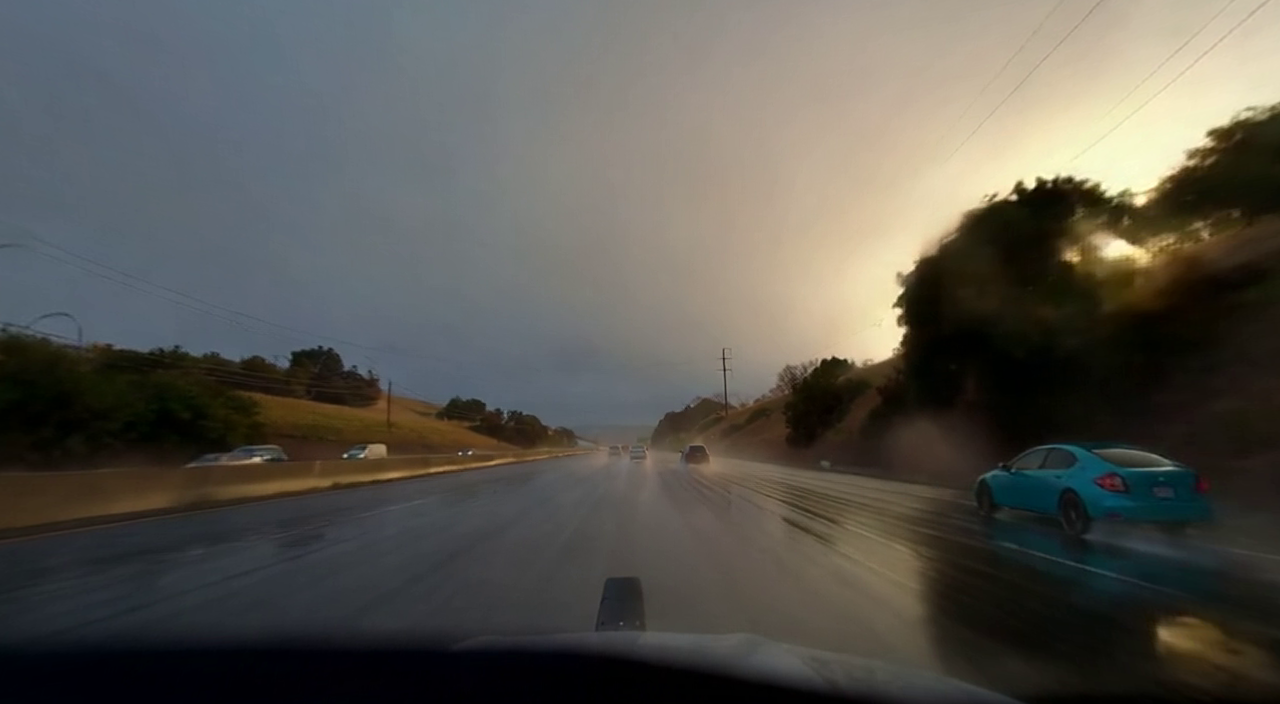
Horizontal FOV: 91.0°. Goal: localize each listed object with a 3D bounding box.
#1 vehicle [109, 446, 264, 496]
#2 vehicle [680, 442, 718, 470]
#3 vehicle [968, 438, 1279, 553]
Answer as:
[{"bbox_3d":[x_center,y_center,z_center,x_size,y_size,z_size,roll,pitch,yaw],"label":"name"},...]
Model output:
[{"bbox_3d":[-16.046,4.191,22.682,1.905,1.556,4.773,0,-9,2],"label":"vehicle"},{"bbox_3d":[3.984,7.099,43.346,2.159,1.782,4.673,1,-8,0],"label":"vehicle"},{"bbox_3d":[8.086,2.347,11.160,1.970,1.545,4.818,0,-8,0],"label":"vehicle"}]
